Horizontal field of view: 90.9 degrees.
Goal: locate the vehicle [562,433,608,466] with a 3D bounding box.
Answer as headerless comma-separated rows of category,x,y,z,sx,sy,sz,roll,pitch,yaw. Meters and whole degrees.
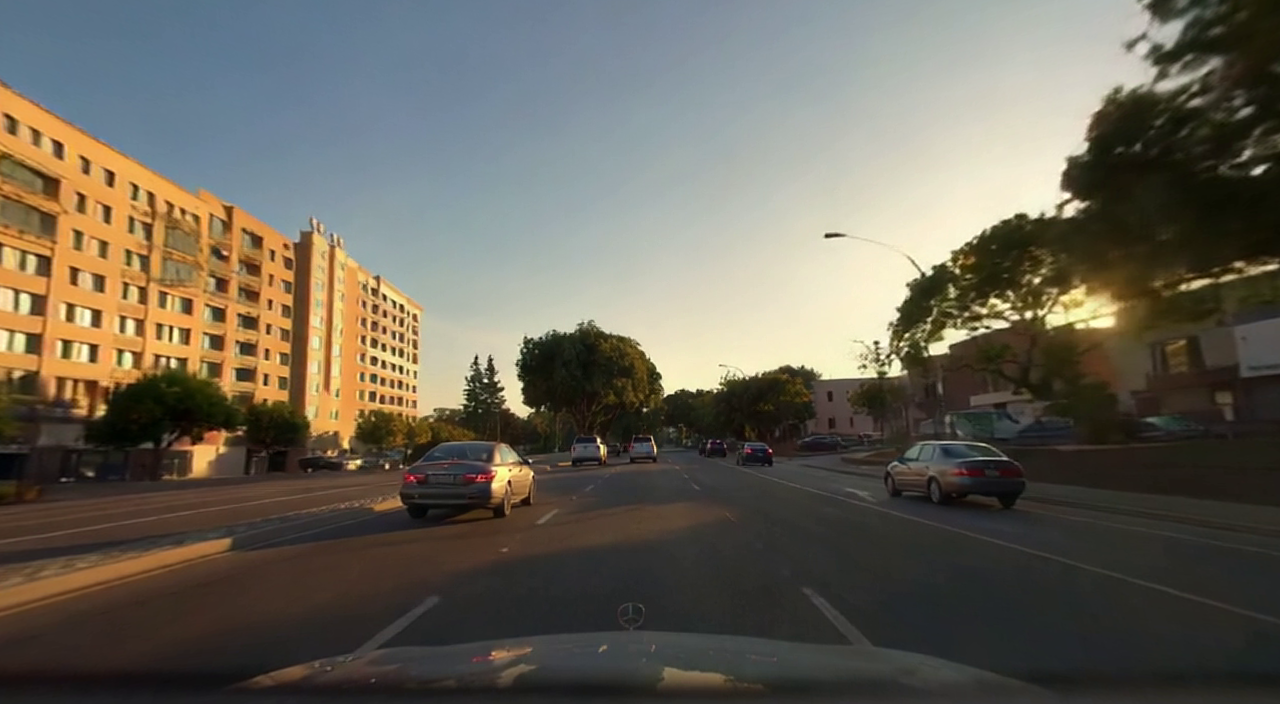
vehicle,-3.121,5.637,36.657,2.117,1.799,4.442,-1,-8,2

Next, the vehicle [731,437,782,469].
vehicle,5.687,4.977,31.176,1.884,1.458,4.245,-1,-8,3

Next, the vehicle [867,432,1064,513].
vehicle,6.796,2.535,13.875,1.865,1.458,4.605,0,-8,0

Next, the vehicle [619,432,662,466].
vehicle,0.044,5.470,35.792,2.304,1.795,4.526,-1,-8,1

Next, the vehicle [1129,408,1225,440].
vehicle,26.352,3.571,30.894,4.692,1.475,2.038,5,-10,-31

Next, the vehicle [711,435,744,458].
vehicle,6.895,7.474,49.951,1.982,1.717,4.250,0,-8,0

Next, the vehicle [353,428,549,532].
vehicle,-3.068,2.182,11.421,2.095,1.486,4.411,-1,-8,1
